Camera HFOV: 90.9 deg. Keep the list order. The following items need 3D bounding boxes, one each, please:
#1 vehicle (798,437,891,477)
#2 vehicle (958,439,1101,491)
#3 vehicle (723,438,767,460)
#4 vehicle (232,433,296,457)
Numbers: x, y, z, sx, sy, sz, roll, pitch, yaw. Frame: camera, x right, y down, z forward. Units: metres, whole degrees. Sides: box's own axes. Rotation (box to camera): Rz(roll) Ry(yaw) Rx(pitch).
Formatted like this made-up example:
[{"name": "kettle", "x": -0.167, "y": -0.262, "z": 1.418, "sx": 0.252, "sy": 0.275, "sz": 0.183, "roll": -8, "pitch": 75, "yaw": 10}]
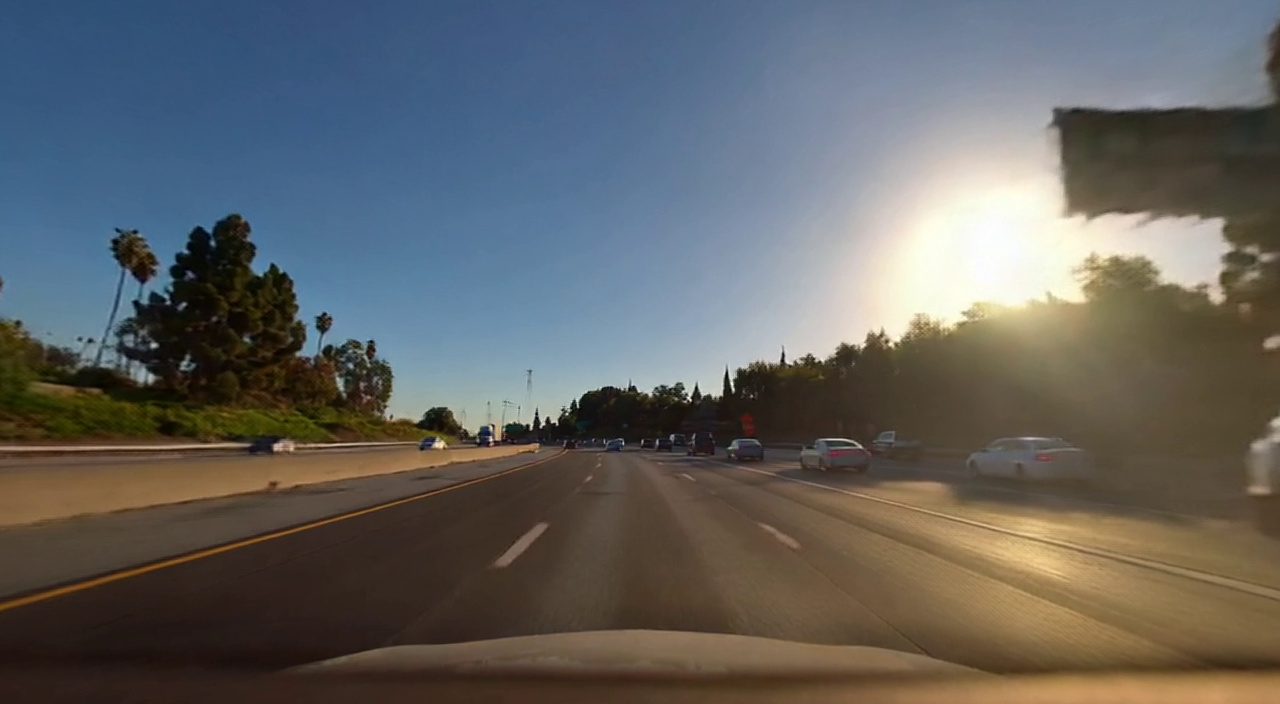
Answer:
[{"name": "vehicle", "x": 8.191, "y": 4.249, "z": 25.824, "sx": 2.092, "sy": 1.478, "sz": 4.647, "roll": 0, "pitch": -8, "yaw": -2}, {"name": "vehicle", "x": 13.050, "y": 3.779, "z": 21.554, "sx": 1.903, "sy": 1.571, "sz": 4.455, "roll": 0, "pitch": -8, "yaw": -2}, {"name": "vehicle", "x": 7.473, "y": 6.964, "z": 45.358, "sx": 2.080, "sy": 1.457, "sz": 4.404, "roll": 1, "pitch": -8, "yaw": -5}, {"name": "vehicle", "x": -25.243, "y": 6.287, "z": 42.461, "sx": 1.885, "sy": 1.524, "sz": 3.883, "roll": 0, "pitch": -8, "yaw": 0}]
